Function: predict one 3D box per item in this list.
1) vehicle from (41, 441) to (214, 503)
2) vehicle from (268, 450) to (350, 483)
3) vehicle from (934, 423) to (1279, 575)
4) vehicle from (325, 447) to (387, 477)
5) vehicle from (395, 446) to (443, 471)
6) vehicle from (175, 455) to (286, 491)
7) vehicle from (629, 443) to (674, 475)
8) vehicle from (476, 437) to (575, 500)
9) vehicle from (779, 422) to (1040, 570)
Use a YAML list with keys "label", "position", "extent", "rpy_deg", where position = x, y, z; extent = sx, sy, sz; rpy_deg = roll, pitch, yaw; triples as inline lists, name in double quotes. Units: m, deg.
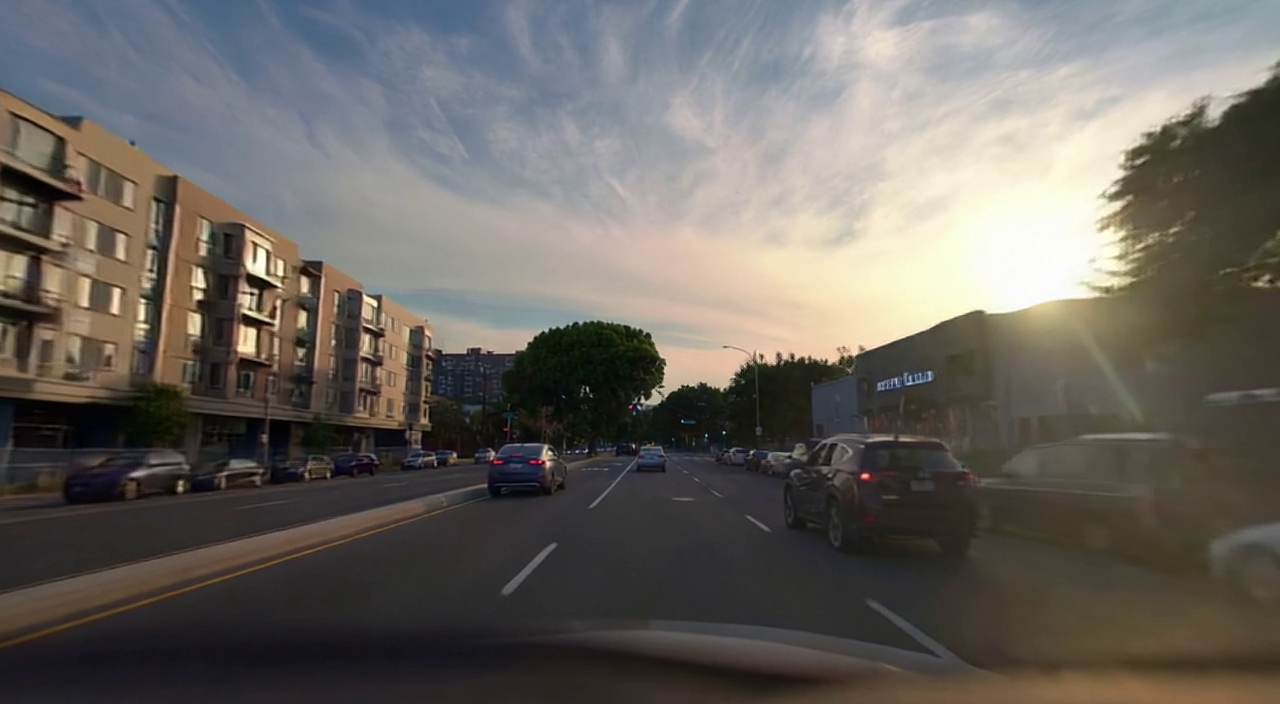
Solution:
- label: "vehicle"
  position: [-16.880, 3.913, 21.166]
  extent: [2.089, 1.756, 4.486]
  rpy_deg: [-2, -8, -1]
- label: "vehicle"
  position: [-16.825, 5.797, 32.285]
  extent: [1.854, 1.466, 4.377]
  rpy_deg: [-2, -8, 0]
- label: "vehicle"
  position: [7.089, 2.141, 10.216]
  extent: [2.061, 1.773, 5.476]
  rpy_deg: [0, -8, 1]
- label: "vehicle"
  position: [-16.729, 6.463, 37.377]
  extent: [1.825, 1.560, 4.109]
  rpy_deg: [-2, -8, -1]
- label: "vehicle"
  position: [-16.591, 7.984, 47.503]
  extent: [2.001, 1.760, 4.329]
  rpy_deg: [-2, -9, 1]
- label: "vehicle"
  position: [-16.869, 4.976, 26.267]
  extent: [1.668, 1.298, 4.337]
  rpy_deg: [0, -8, 1]
- label: "vehicle"
  position: [0.538, 5.310, 31.468]
  extent: [2.103, 1.468, 4.094]
  rpy_deg: [0, -8, 0]
- label: "vehicle"
  position: [-3.001, 3.139, 17.382]
  extent: [1.860, 1.510, 4.073]
  rpy_deg: [0, -8, 1]
- label: "vehicle"
  position: [3.443, 1.901, 9.042]
  extent: [1.987, 1.637, 3.896]
  rpy_deg: [0, -8, 0]
